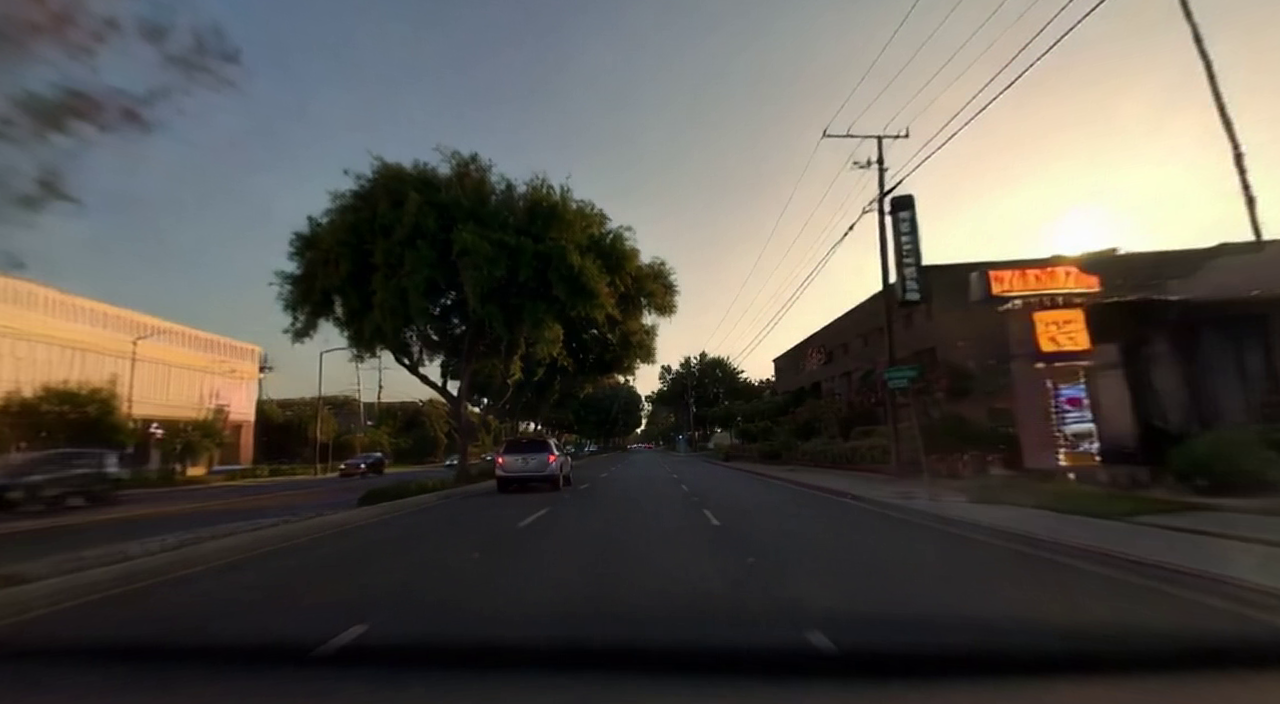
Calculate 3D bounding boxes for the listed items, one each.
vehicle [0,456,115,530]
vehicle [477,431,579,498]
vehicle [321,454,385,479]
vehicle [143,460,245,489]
[{"bbox_3d":[-14.104,2.966,13.280,1.960,1.462,4.689,0,-8,1],"label":"vehicle"},{"bbox_3d":[-3.096,3.217,18.479,2.062,1.693,4.669,0,-8,1],"label":"vehicle"},{"bbox_3d":[-18.638,7.426,41.145,1.838,1.502,4.370,-1,-8,4],"label":"vehicle"},{"bbox_3d":[-26.563,7.283,37.646,4.782,1.473,2.204,6,-10,-36],"label":"vehicle"}]
